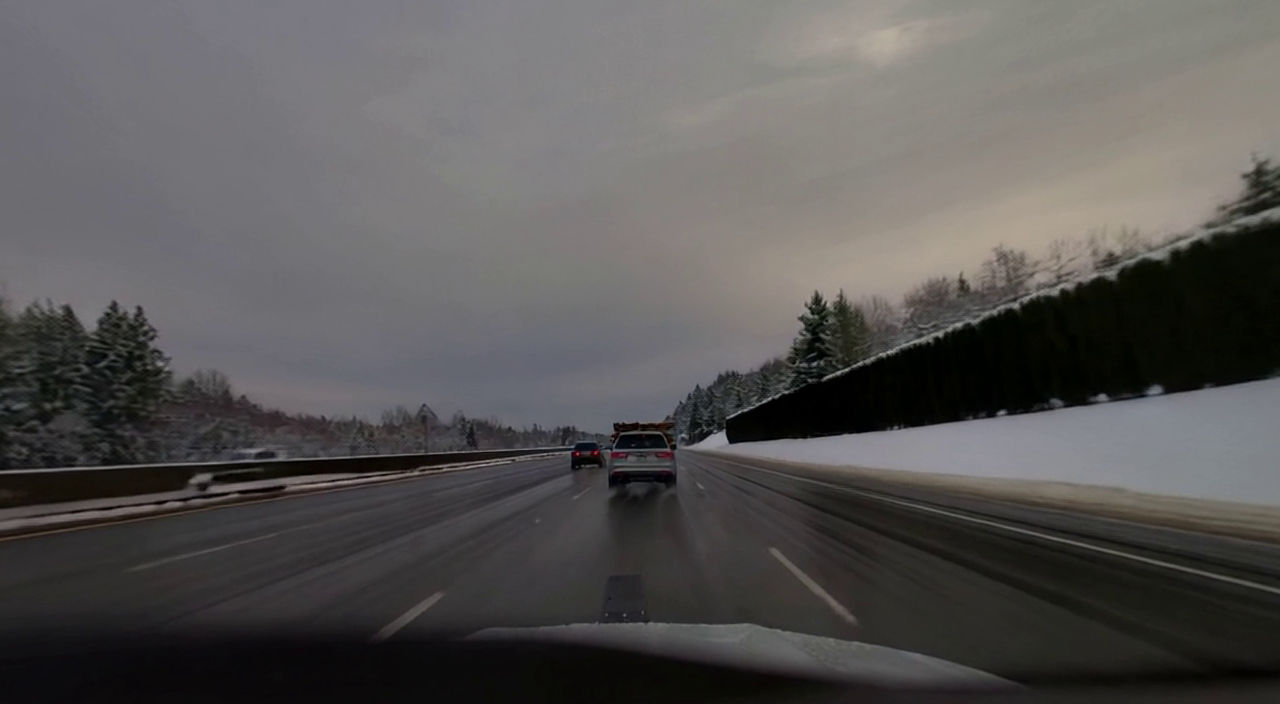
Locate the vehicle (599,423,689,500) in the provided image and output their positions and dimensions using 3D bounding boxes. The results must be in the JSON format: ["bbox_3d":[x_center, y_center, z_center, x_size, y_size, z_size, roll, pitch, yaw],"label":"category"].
[{"bbox_3d":[0.107,2.895,17.041,2.114,1.787,4.365,0,-8,0],"label":"vehicle"}]

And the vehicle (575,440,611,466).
[{"bbox_3d":[-2.913,6.371,40.017,1.927,1.555,3.959,0,-8,1],"label":"vehicle"}]
